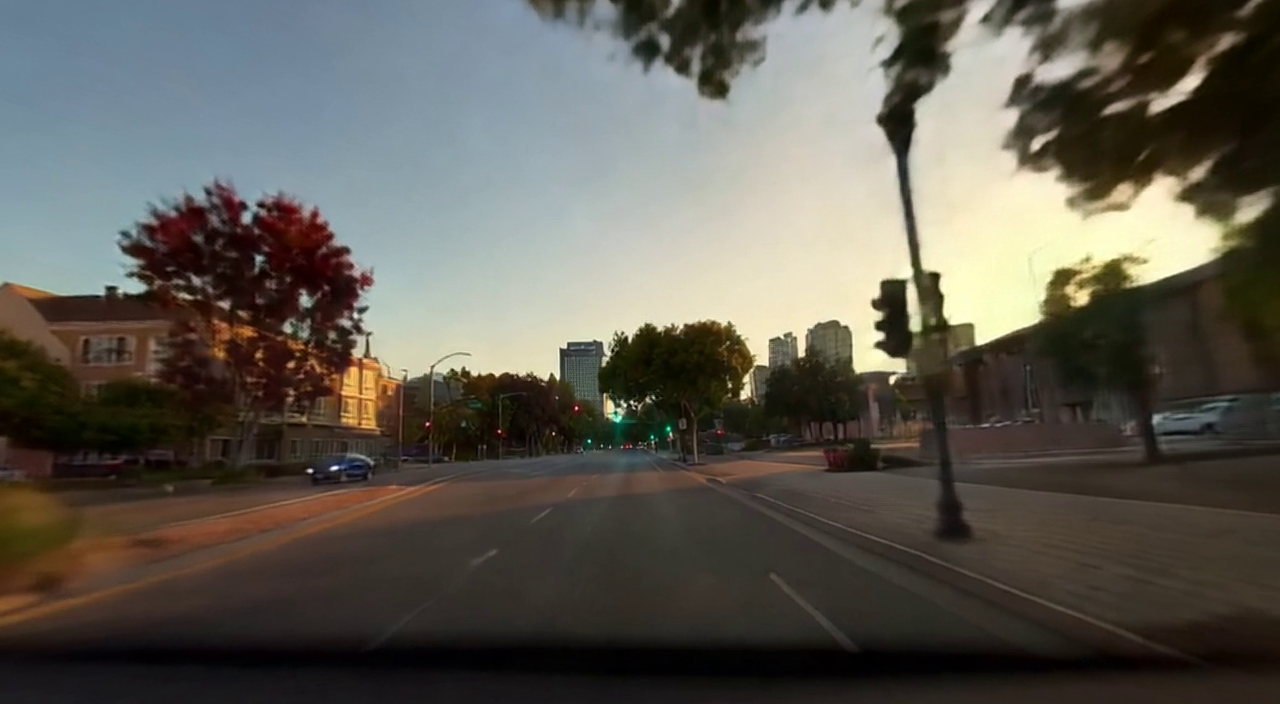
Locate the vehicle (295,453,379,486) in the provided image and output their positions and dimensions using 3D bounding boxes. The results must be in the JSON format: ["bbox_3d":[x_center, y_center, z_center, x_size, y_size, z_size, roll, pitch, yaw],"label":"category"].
[{"bbox_3d":[-14.891,5.773,31.360,1.898,1.469,4.577,0,-9,0],"label":"vehicle"}]
